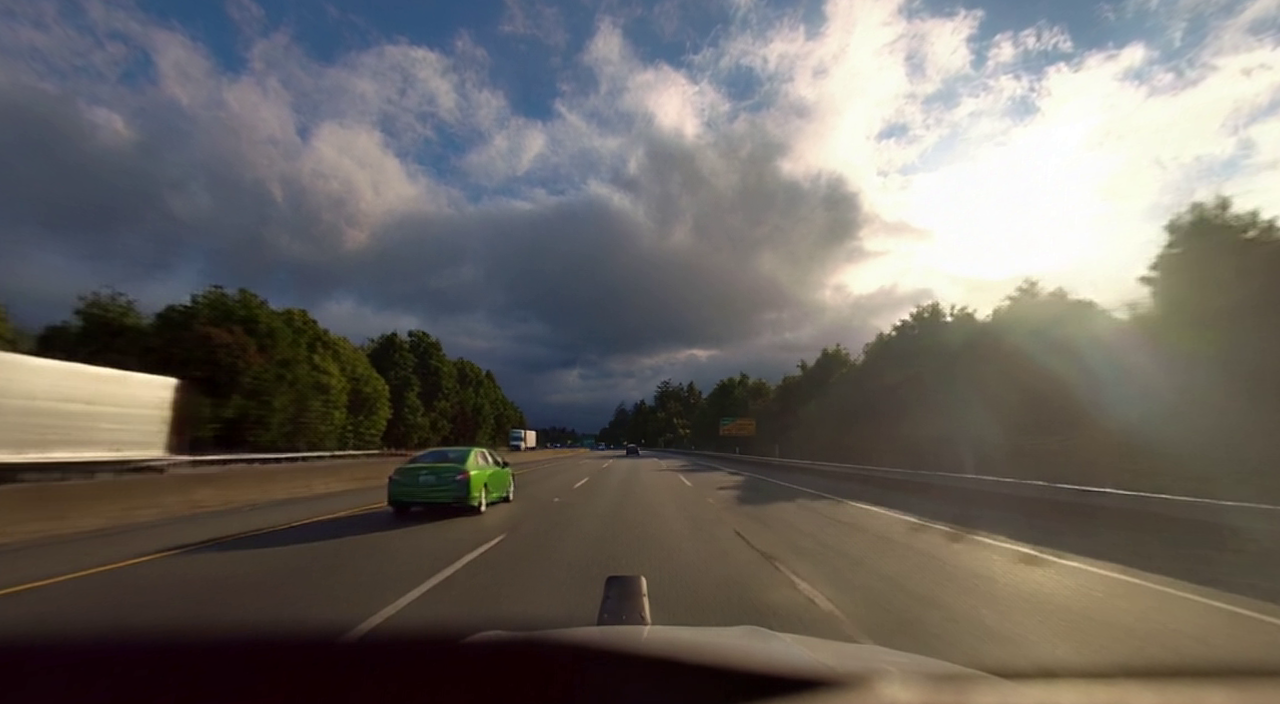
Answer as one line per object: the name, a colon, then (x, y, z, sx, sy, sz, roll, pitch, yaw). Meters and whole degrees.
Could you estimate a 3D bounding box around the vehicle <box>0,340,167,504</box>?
vehicle: (-17.297, 1.918, 16.796, 2.873, 4.028, 8.146, 0, -9, 0)

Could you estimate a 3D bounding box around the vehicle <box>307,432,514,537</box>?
vehicle: (-3.938, 2.366, 11.909, 2.083, 1.560, 4.713, 0, -9, 1)
